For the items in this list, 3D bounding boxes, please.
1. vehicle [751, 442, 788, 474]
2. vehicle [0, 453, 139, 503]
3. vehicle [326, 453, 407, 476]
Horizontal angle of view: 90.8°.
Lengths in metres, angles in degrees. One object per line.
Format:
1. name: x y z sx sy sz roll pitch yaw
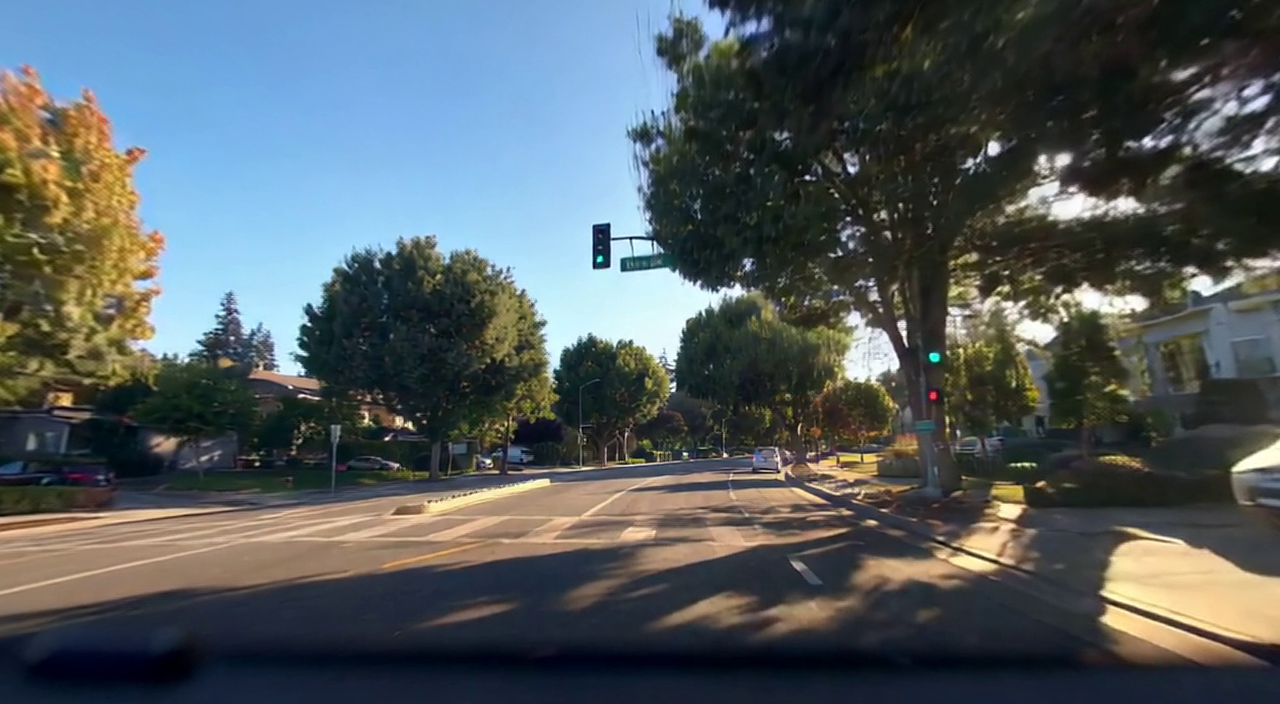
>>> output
1. vehicle: 7.678 6.251 37.465 1.989 1.782 4.351 -2 -9 12
2. vehicle: -20.264 4.352 22.083 4.028 1.610 1.881 -1 -9 7
3. vehicle: -18.229 7.501 42.165 4.658 1.482 1.879 -2 -9 12
